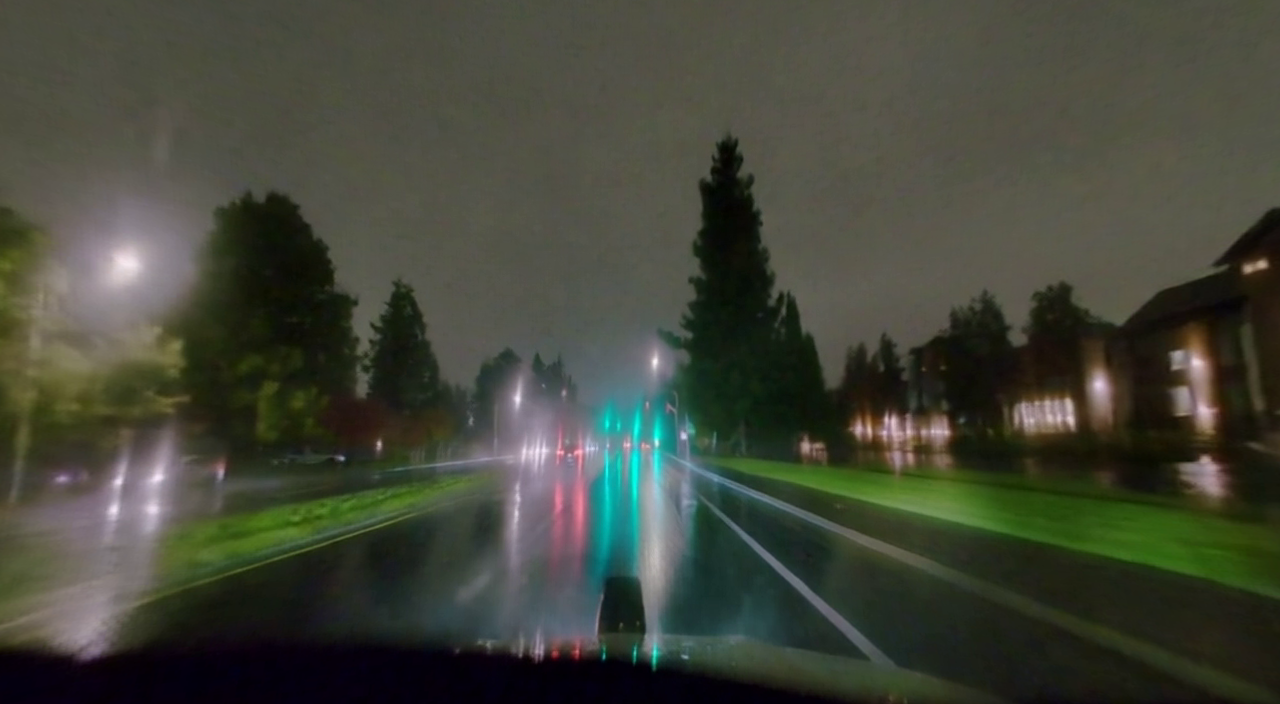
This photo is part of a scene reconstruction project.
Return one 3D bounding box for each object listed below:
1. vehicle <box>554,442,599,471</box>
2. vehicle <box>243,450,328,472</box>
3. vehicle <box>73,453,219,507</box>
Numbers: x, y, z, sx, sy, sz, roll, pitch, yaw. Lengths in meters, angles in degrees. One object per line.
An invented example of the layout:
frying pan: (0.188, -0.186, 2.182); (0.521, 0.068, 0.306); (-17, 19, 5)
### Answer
vehicle: (-3.364, 5.638, 34.192); (1.992, 1.447, 4.044); (0, -8, 0)
vehicle: (-24.991, 7.718, 44.672); (4.743, 1.482, 2.164); (-1, -8, 4)
vehicle: (-17.623, 4.534, 22.878); (1.900, 1.474, 4.431); (-4, -7, -2)
